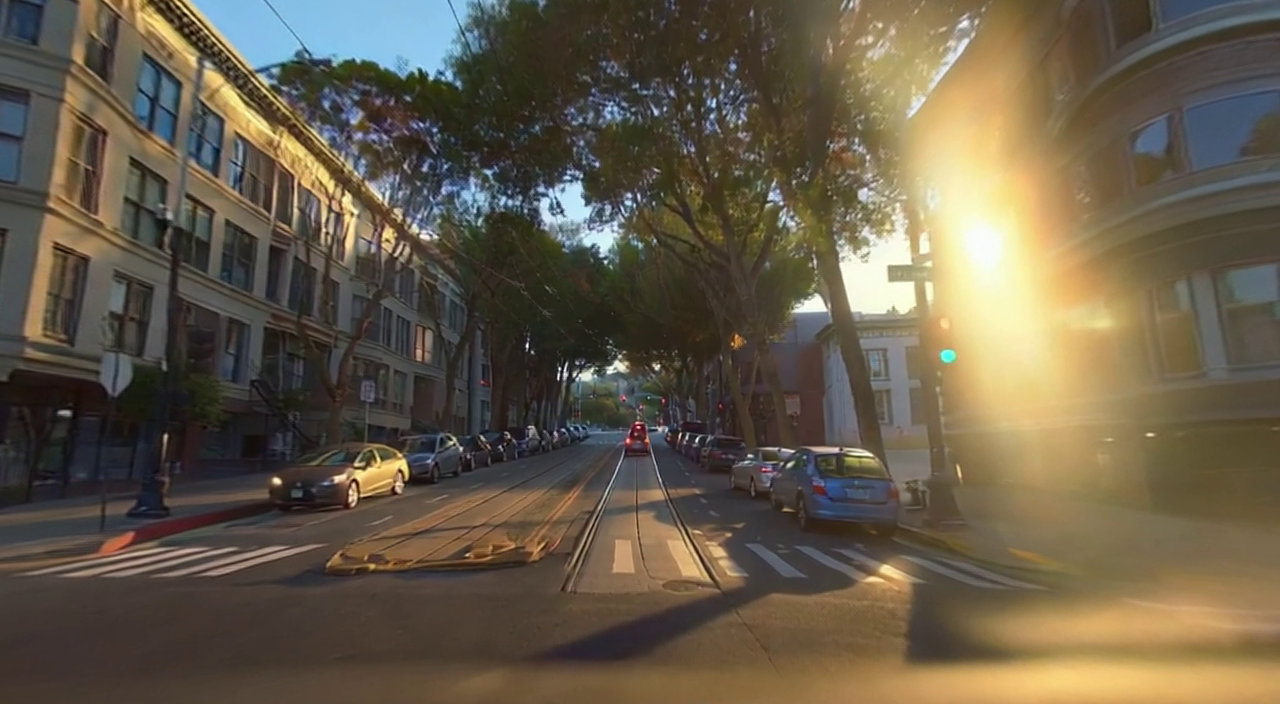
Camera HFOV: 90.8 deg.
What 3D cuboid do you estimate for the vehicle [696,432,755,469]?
[{"bbox_3d":[3.776,4.431,28.617,1.890,1.559,4.281,0,-8,-2],"label":"vehicle"}]

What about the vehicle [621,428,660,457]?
[{"bbox_3d":[-0.019,5.075,35.484,1.984,1.571,3.404,0,-8,-3],"label":"vehicle"}]

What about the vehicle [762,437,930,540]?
[{"bbox_3d":[3.911,2.614,12.865,1.929,1.723,4.134,0,-8,-1],"label":"vehicle"}]

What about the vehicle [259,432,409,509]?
[{"bbox_3d":[-7.358,2.922,15.702,1.779,1.588,3.953,2,-10,-2],"label":"vehicle"}]

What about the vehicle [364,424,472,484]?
[{"bbox_3d":[-7.382,3.469,21.578,1.861,1.751,4.550,1,-9,2],"label":"vehicle"}]

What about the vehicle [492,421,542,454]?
[{"bbox_3d":[-7.354,5.201,38.248,2.049,1.821,5.066,0,-8,0],"label":"vehicle"}]
